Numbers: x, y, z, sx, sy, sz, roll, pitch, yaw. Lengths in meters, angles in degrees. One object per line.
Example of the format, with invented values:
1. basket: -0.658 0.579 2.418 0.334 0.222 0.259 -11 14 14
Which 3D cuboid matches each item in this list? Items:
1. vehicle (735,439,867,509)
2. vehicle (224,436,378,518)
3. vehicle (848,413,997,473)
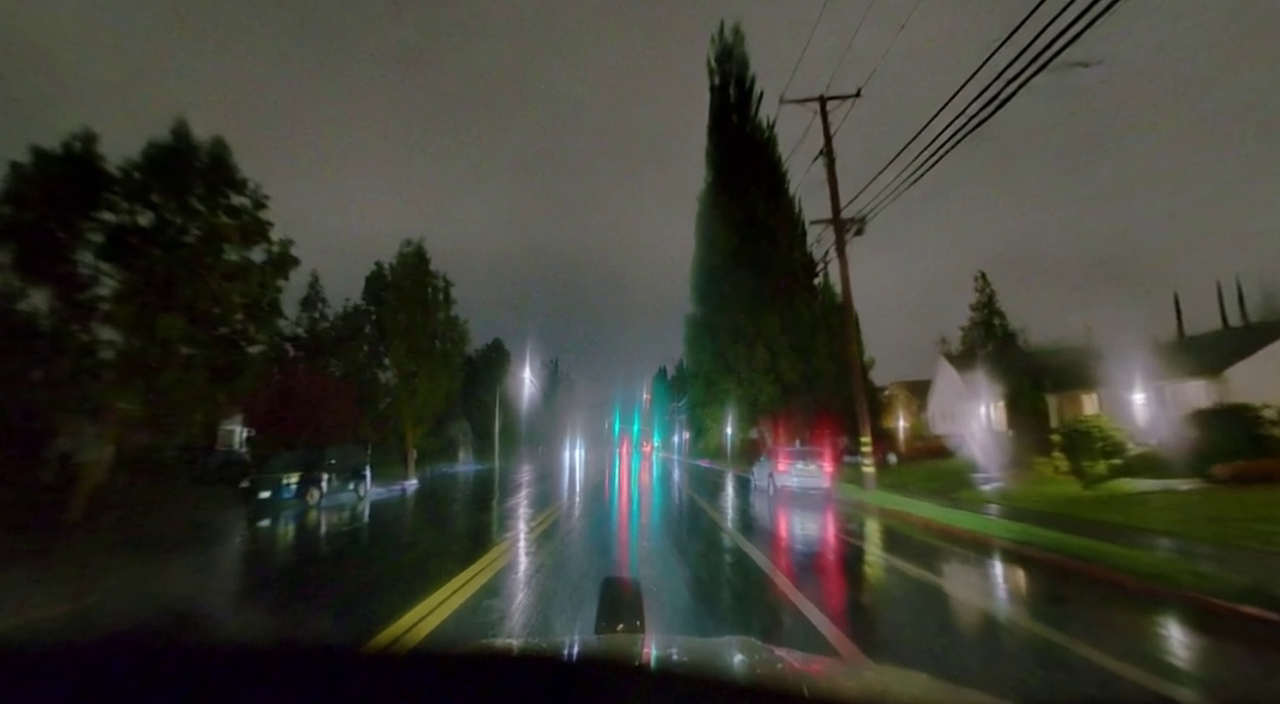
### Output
1. vehicle: 3.901 3.021 16.205 2.167 1.535 4.464 0 -8 -1
2. vehicle: -10.958 4.013 20.987 2.111 2.050 5.328 -8 -8 0
3. vehicle: 10.847 3.515 24.424 4.709 1.743 1.965 -5 -8 -8
